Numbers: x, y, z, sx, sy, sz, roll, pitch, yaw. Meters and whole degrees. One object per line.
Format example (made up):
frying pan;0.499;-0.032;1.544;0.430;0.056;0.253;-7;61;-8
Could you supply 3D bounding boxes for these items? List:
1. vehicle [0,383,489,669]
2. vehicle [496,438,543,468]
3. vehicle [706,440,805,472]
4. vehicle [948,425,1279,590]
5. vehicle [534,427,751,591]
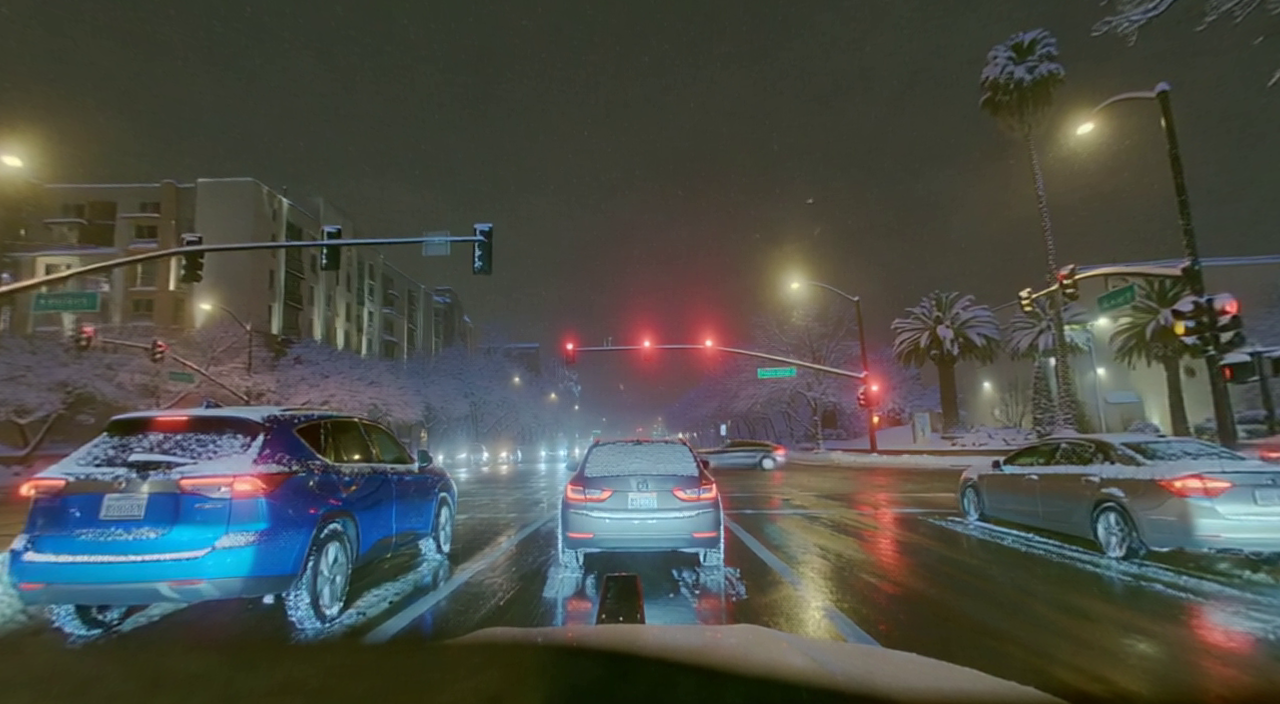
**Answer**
vehicle;-3.100;1.363;6.071;2.051;1.682;4.467;0;-8;2
vehicle;-7.937;6.698;42.041;2.130;1.810;4.450;-2;-8;1
vehicle;5.823;5.299;32.262;4.705;1.560;1.887;0;-8;0
vehicle;6.087;1.760;8.096;1.970;1.489;4.482;0;-8;-1
vehicle;-0.004;1.705;7.718;1.942;1.445;3.973;0;-8;-1
